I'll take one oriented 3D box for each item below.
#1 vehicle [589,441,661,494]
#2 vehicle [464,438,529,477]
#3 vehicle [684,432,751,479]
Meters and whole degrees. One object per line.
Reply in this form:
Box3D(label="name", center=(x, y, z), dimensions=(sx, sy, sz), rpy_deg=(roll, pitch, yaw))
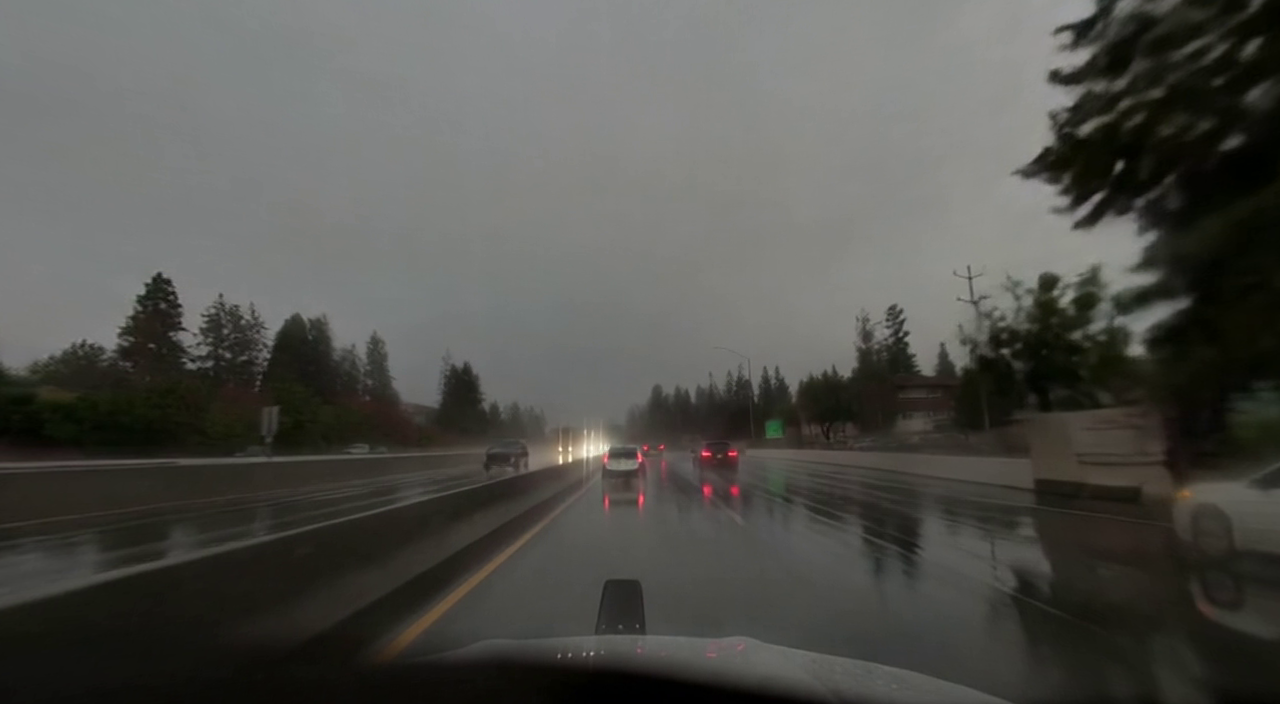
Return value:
Box3D(label="vehicle", center=(-0.413, 3.536, 19.657), dimensions=(2.040, 1.451, 3.736), rpy_deg=(0, -9, 0))
Box3D(label="vehicle", center=(-7.318, 5.448, 32.853), dimensions=(2.205, 1.832, 5.001), rpy_deg=(0, -9, 0))
Box3D(label="vehicle", center=(3.197, 4.399, 27.038), dimensions=(2.186, 1.842, 4.553), rpy_deg=(0, -9, -2))
